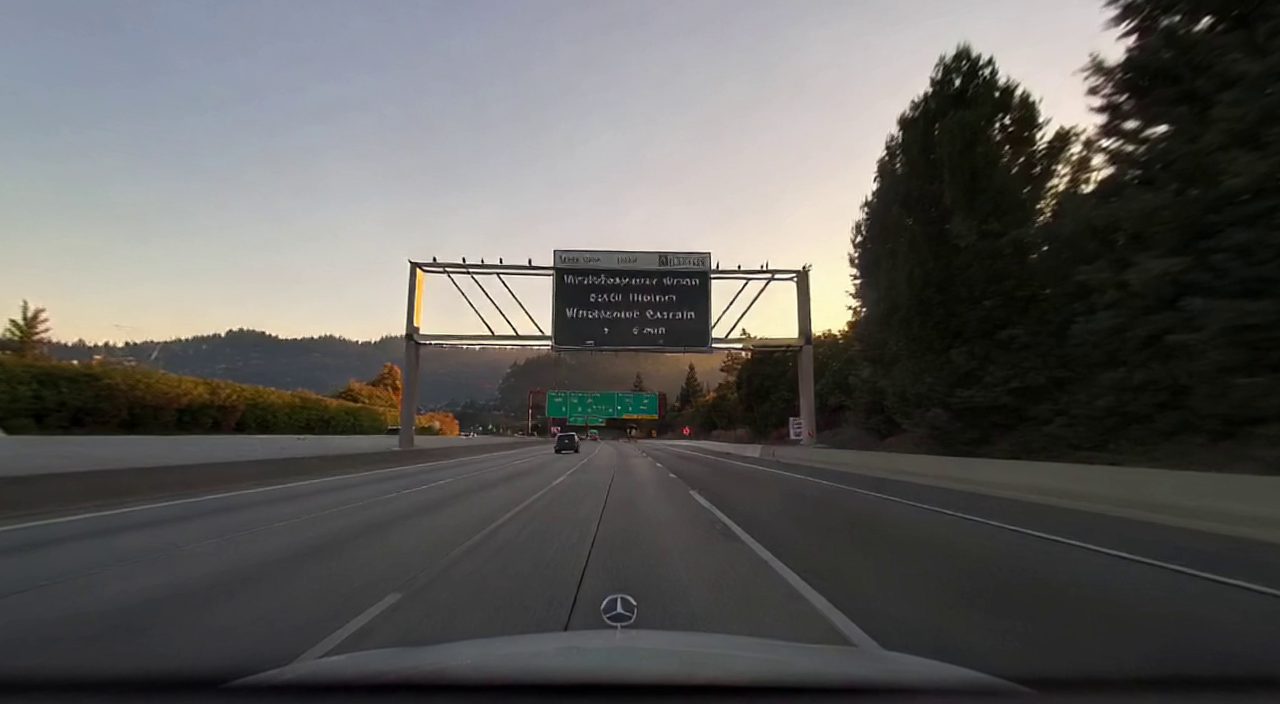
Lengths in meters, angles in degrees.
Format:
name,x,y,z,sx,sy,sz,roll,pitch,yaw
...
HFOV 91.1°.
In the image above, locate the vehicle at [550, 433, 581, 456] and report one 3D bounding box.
name,x,y,z,sx,sy,sz,roll,pitch,yaw
vehicle,-5.283,6.620,45.060,1.878,1.548,3.966,0,-8,-1
